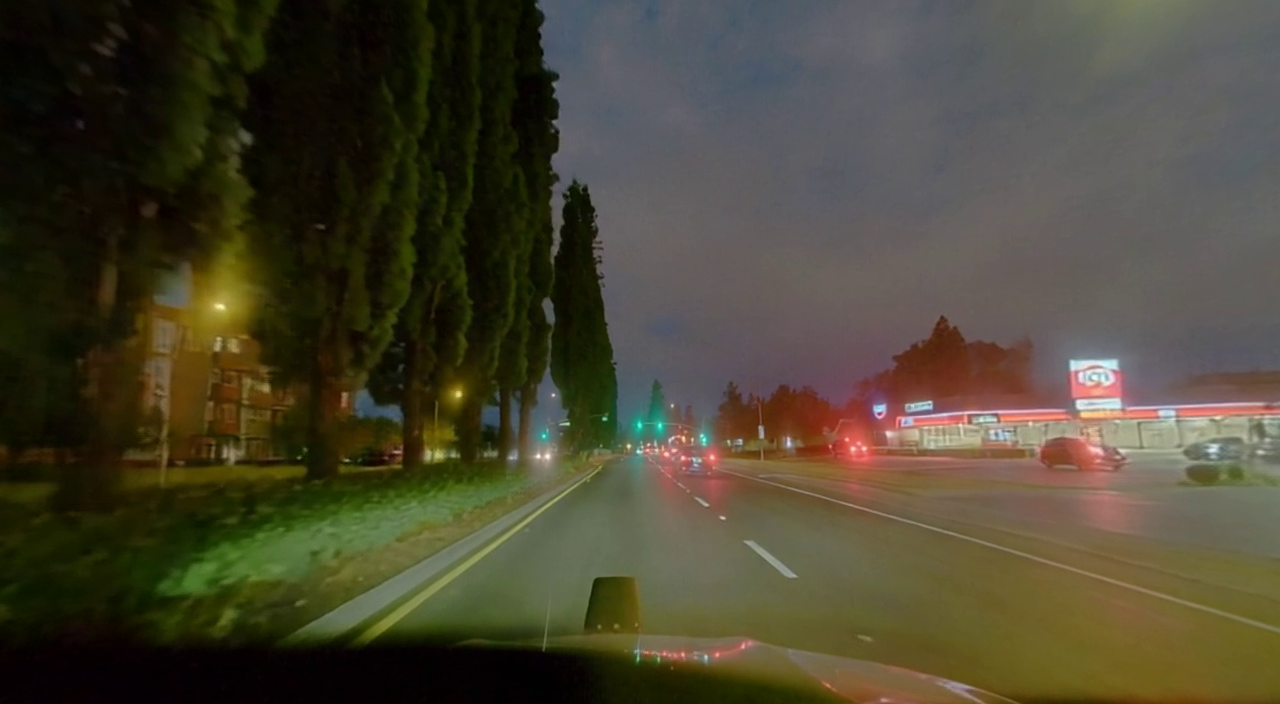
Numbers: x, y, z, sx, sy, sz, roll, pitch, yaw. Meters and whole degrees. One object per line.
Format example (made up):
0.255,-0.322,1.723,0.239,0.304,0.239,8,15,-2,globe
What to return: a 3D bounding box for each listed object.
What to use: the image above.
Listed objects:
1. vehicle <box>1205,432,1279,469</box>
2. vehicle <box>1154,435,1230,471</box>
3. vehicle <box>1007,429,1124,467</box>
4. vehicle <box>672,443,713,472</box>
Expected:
34.019,5.513,35.558,2.181,1.901,4.222,-4,-9,28,vehicle
31.711,5.773,36.428,2.269,1.862,4.495,-3,-9,28,vehicle
20.602,4.659,30.719,4.210,1.727,2.227,2,-7,-8,vehicle
3.128,6.360,38.423,2.041,1.531,4.236,1,-8,-1,vehicle
